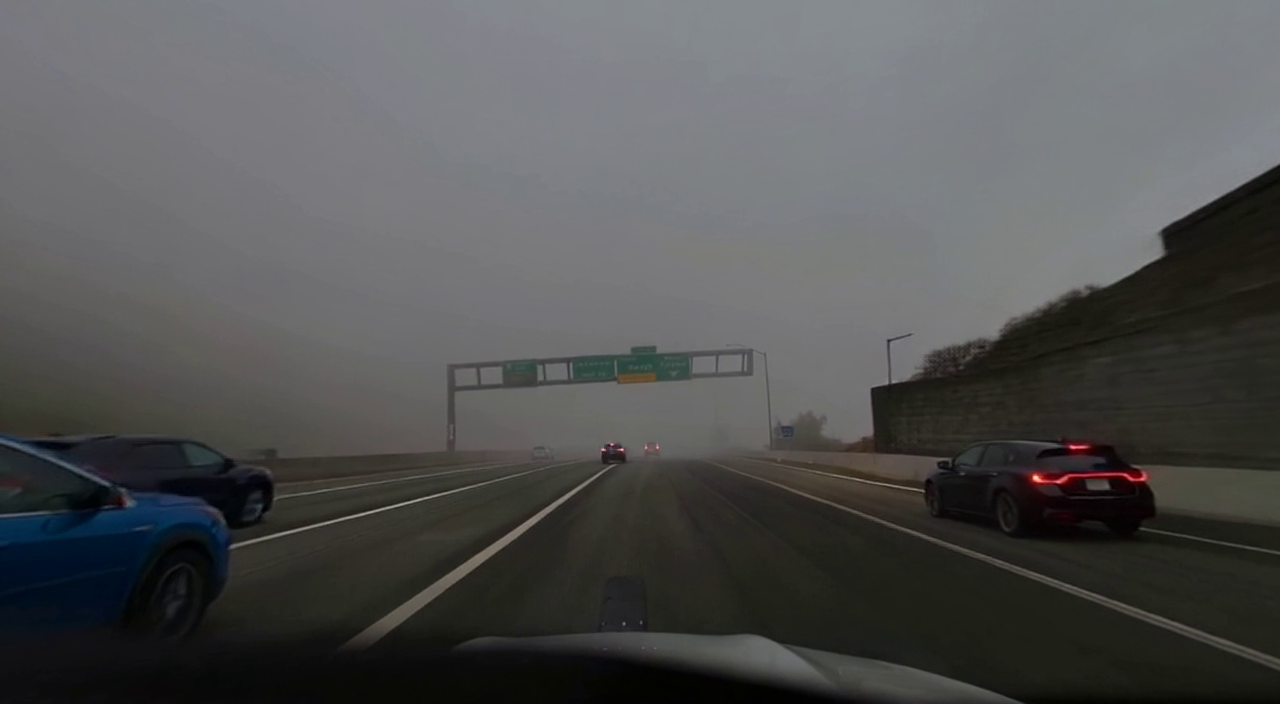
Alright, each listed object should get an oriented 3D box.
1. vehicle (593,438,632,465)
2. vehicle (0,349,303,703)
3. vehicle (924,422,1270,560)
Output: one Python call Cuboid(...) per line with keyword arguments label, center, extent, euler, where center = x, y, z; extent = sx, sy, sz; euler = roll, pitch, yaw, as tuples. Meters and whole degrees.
Cuboid(label="vehicle", center=(-1.964, 7.309, 46.409), extent=(2.172, 1.824, 5.031), euler=(-1, -8, 5))
Cuboid(label="vehicle", center=(-3.940, 0.834, 2.585), extent=(2.210, 1.730, 5.133), euler=(0, -8, 1))
Cuboid(label="vehicle", center=(6.541, 2.011, 9.921), extent=(2.122, 1.646, 4.491), euler=(0, -8, 1))
